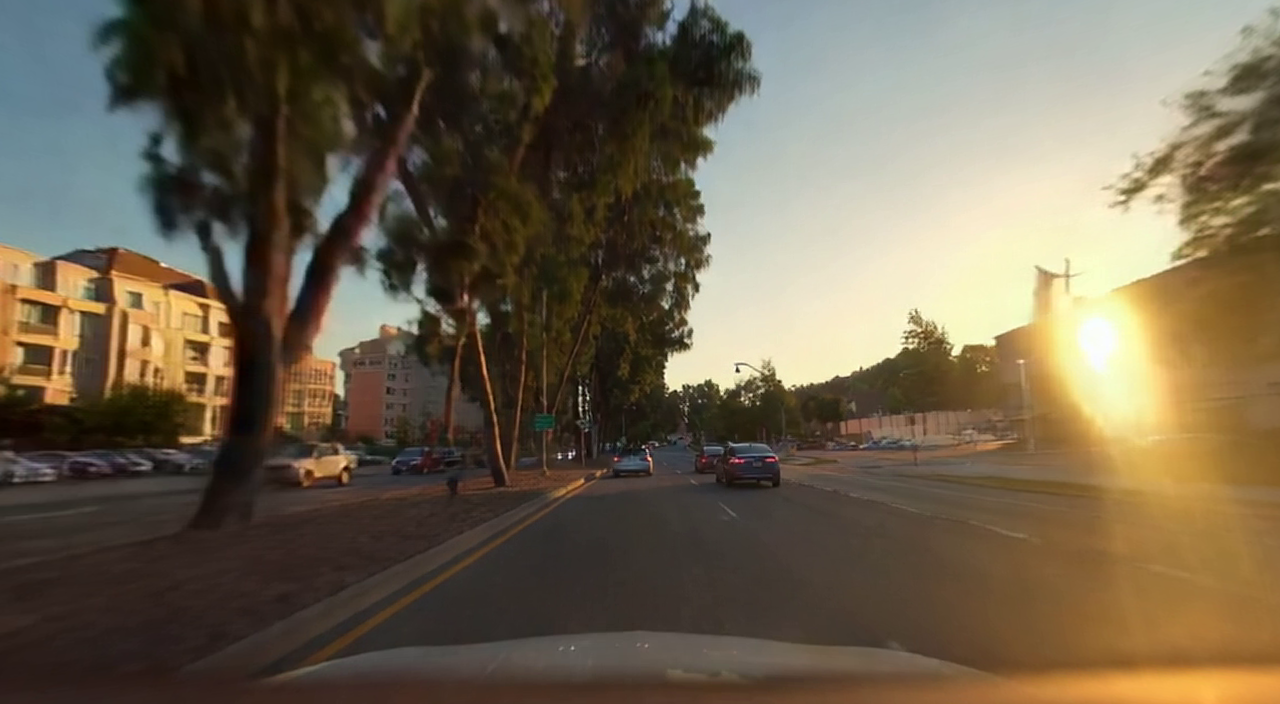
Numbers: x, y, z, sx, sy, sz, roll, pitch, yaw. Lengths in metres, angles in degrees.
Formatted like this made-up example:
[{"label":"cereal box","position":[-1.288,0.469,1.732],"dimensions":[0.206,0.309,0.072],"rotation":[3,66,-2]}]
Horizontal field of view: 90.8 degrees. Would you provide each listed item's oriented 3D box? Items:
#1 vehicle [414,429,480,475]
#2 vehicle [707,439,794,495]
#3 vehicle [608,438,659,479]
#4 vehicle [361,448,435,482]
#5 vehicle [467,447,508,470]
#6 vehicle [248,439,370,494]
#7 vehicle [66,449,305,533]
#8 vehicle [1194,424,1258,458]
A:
[{"label":"vehicle","position":[-12.005,6.249,39.730],"dimensions":[2.263,2.542,5.913],"rotation":[-2,-8,0]},{"label":"vehicle","position":[3.198,3.410,19.094],"dimensions":[1.852,1.498,3.825],"rotation":[0,-9,-1]},{"label":"vehicle","position":[-0.249,4.713,28.174],"dimensions":[2.101,1.694,3.979],"rotation":[-1,-9,1]},{"label":"vehicle","position":[-11.968,5.594,31.624],"dimensions":[1.923,1.502,4.422],"rotation":[-1,-9,0]},{"label":"vehicle","position":[-11.463,8.025,47.820],"dimensions":[2.048,1.470,4.514],"rotation":[-2,-8,-1]},{"label":"vehicle","position":[-12.328,4.271,23.987],"dimensions":[2.021,1.817,4.740],"rotation":[-1,-9,1]},{"label":"vehicle","position":[-9.222,2.801,13.424],"dimensions":[1.850,1.447,4.436],"rotation":[0,-9,-1]},{"label":"vehicle","position":[35.759,5.425,38.492],"dimensions":[5.424,1.947,2.071],"rotation":[7,-11,-41]}]
